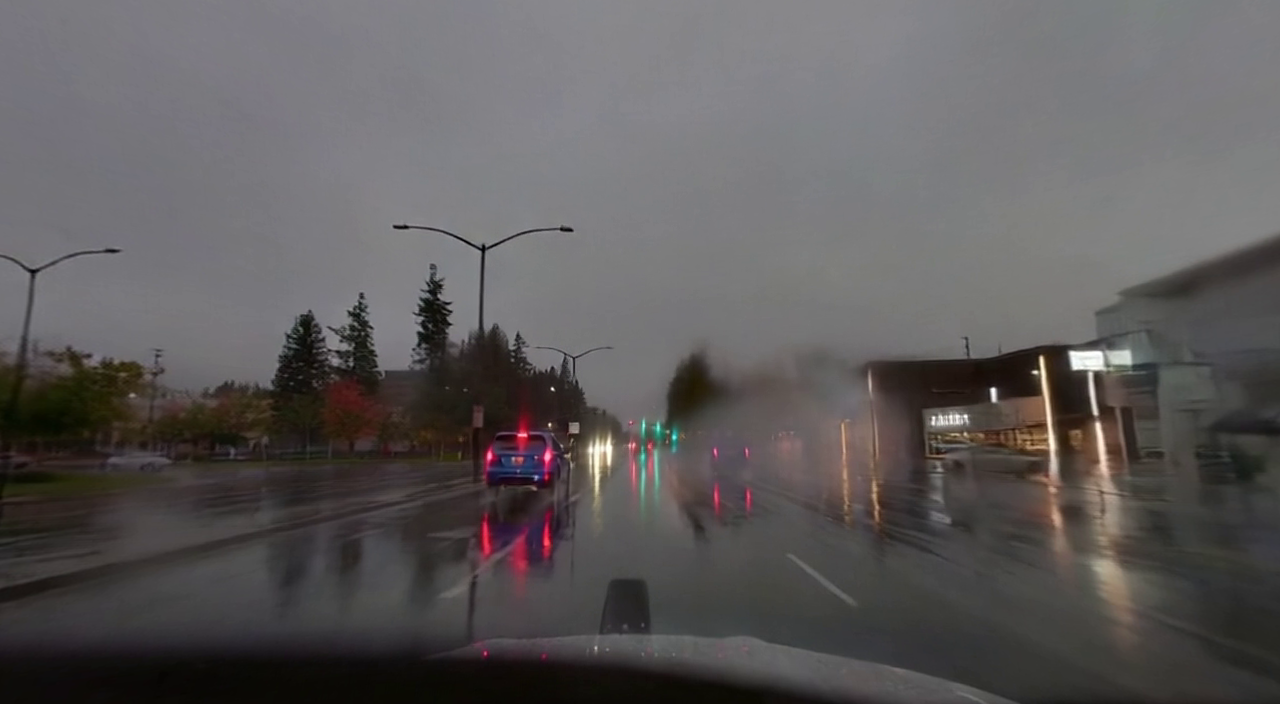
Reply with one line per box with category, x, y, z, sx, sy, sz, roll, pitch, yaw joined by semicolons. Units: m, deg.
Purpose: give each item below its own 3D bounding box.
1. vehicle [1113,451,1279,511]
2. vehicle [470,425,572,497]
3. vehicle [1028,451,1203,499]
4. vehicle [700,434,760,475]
vehicle;16.604;3.646;18.050;4.479;1.445;1.946;-1;-8;0
vehicle;-3.292;3.125;18.446;2.047;1.810;4.414;0;-8;1
vehicle;16.736;4.333;22.365;4.538;1.420;1.983;-2;-8;-1
vehicle;4.144;4.777;29.673;2.083;1.779;4.347;0;-8;-1
